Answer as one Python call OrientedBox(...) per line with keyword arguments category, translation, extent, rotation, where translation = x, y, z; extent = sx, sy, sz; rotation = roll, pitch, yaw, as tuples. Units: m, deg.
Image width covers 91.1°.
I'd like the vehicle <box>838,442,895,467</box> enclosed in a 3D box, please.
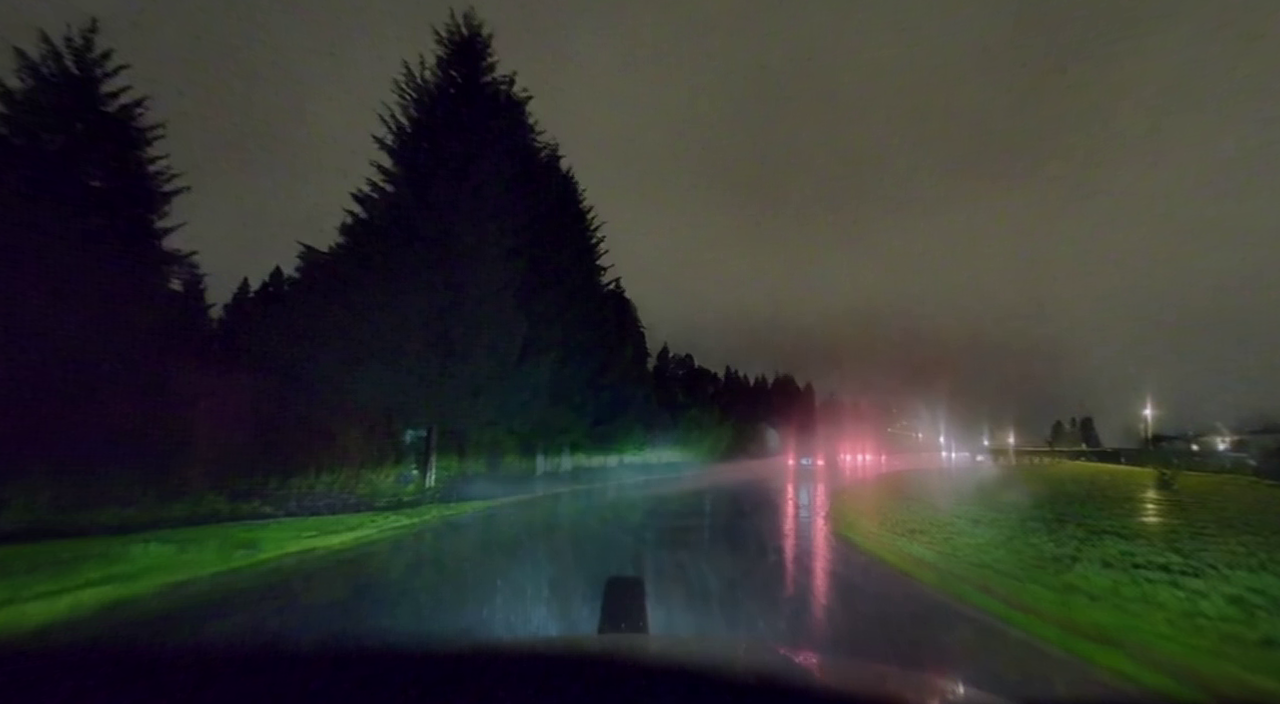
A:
OrientedBox(category="vehicle", translation=(17.081, 7.698, 47.227), extent=(4.257, 1.789, 1.988), rotation=(7, -10, -37))
